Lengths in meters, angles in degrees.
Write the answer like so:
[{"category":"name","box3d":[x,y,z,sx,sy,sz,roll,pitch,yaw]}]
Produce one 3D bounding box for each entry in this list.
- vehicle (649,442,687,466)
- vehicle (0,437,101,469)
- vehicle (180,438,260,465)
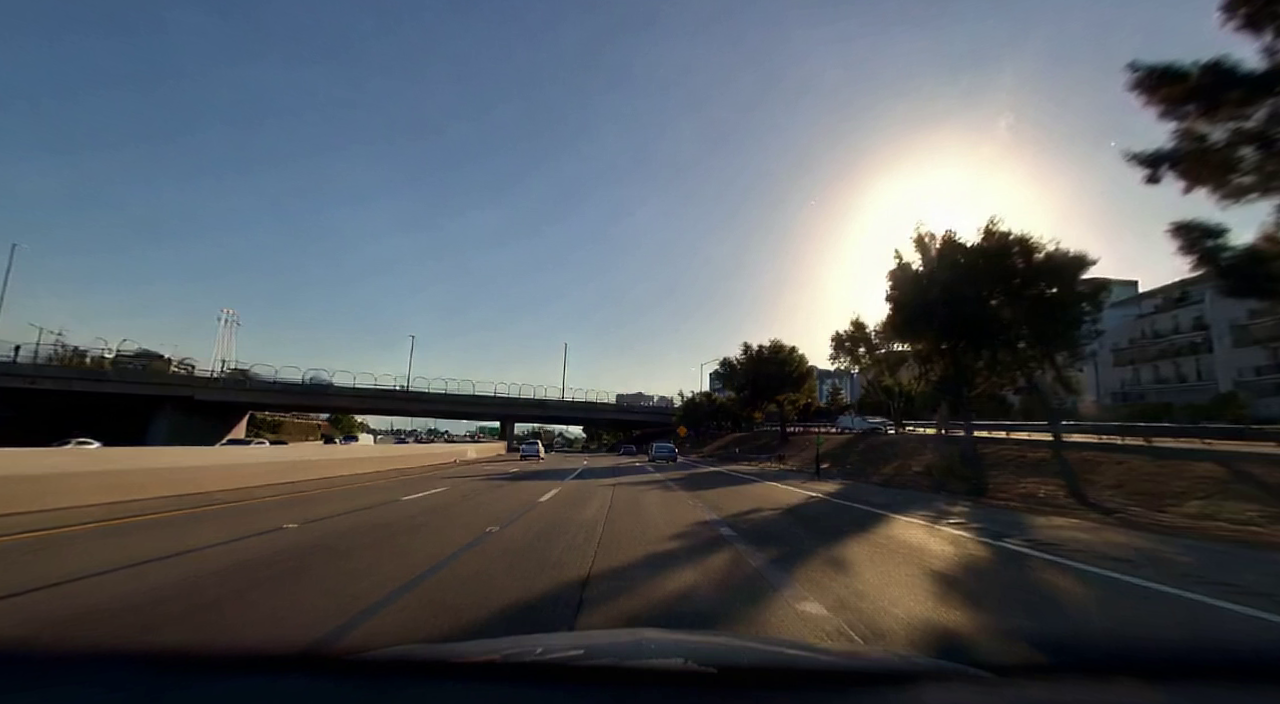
[{"category":"vehicle","box3d":[1.854,6.905,43.032,2.059,1.509,4.670,1,-8,-4]},{"category":"vehicle","box3d":[-38.071,6.420,40.383,2.152,1.903,5.882,0,-8,-3]},{"category":"vehicle","box3d":[-27.093,6.440,40.900,2.019,1.636,4.858,0,-8,-3]}]
